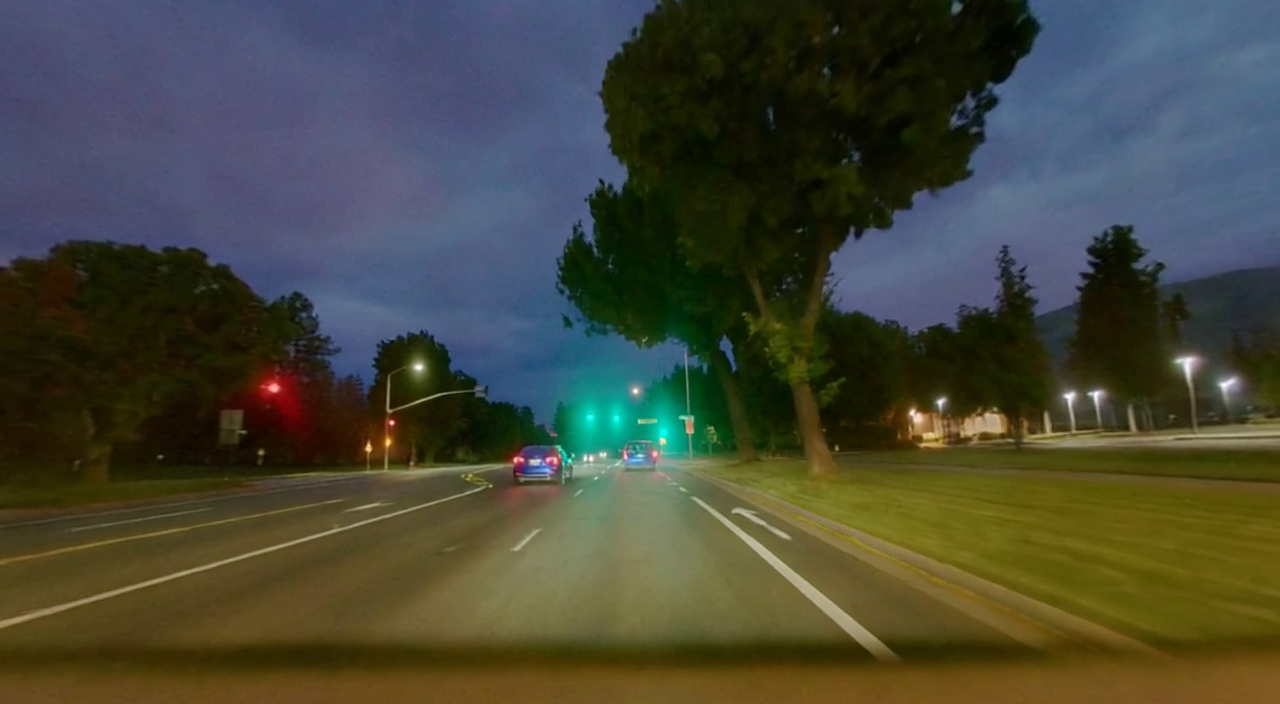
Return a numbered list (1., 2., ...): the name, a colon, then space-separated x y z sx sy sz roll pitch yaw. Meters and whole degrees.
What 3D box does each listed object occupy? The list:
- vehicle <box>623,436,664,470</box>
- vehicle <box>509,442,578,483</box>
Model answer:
1. vehicle: 0.114 5.738 35.919 2.215 1.799 4.426 0 -8 -2
2. vehicle: -3.686 4.292 24.832 2.036 1.447 4.044 0 -8 0
